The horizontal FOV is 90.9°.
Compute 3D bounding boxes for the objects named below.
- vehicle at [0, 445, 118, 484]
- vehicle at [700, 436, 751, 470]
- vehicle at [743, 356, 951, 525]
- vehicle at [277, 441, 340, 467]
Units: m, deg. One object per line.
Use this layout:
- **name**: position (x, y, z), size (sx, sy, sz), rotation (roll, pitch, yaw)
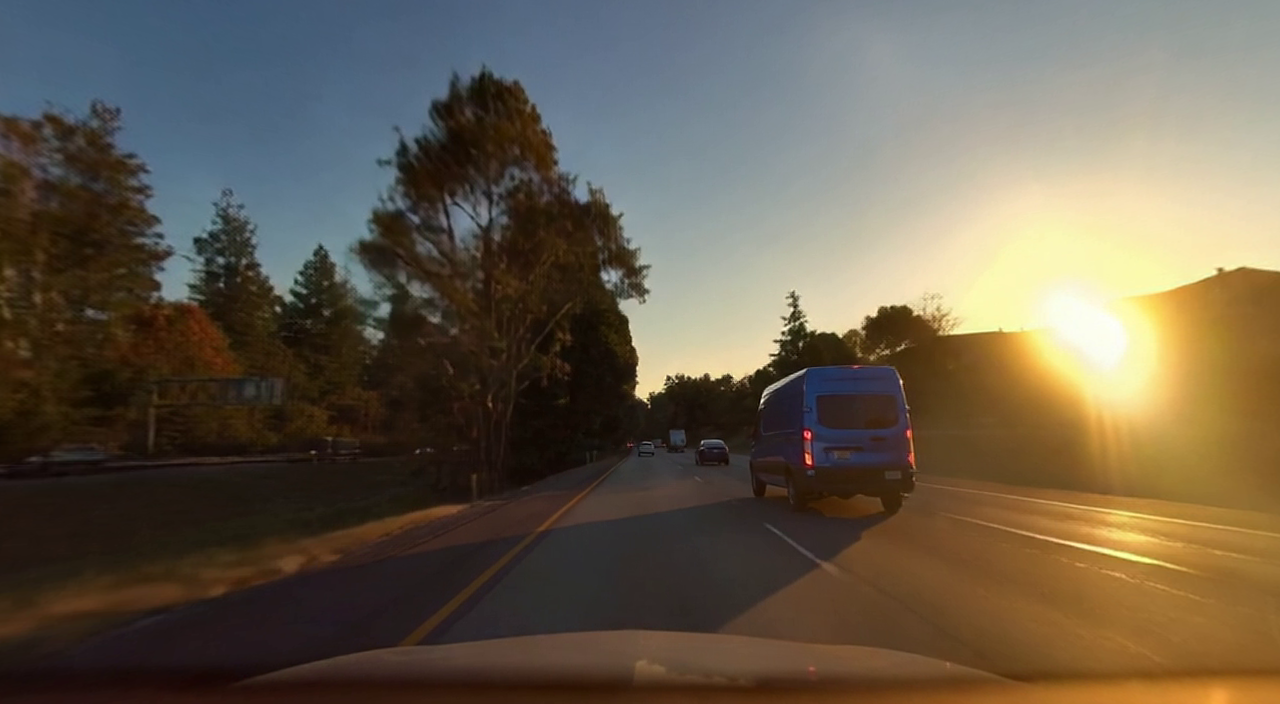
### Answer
- **vehicle**: position (-28.336, 5.382, 30.601), size (2.020, 1.725, 4.561), rotation (0, -8, 1)
- **vehicle**: position (4.460, 5.330, 33.428), size (2.034, 1.651, 4.342), rotation (0, -8, -1)
- **vehicle**: position (3.742, 1.817, 12.983), size (2.302, 2.670, 5.912), rotation (0, -8, 1)
- **vehicle**: position (-24.140, 7.451, 46.143), size (2.018, 1.758, 4.587), rotation (0, -8, 1)
